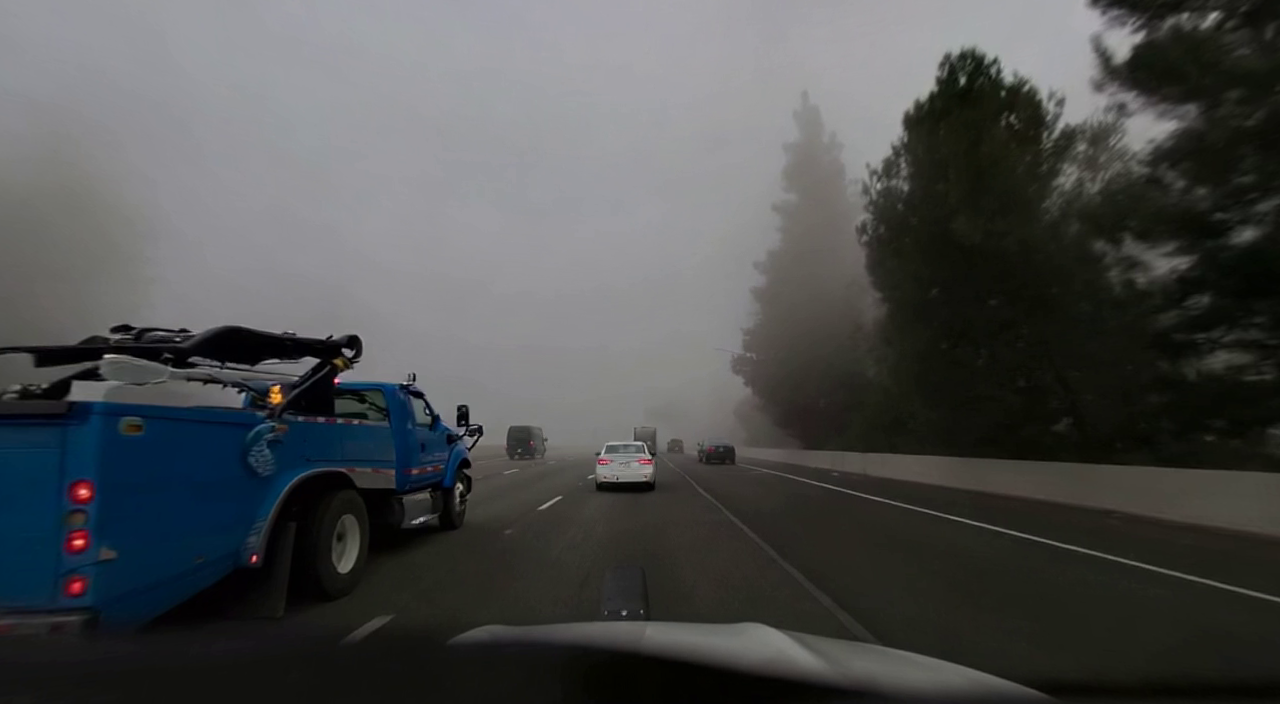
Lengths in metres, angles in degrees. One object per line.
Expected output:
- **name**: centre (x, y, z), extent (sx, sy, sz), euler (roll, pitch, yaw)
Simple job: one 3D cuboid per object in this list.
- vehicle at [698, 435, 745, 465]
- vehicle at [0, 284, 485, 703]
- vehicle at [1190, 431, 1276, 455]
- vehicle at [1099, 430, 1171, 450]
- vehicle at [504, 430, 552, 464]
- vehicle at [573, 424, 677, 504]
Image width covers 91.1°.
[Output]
- **vehicle**: centre (4.654, 5.680, 36.510), extent (2.079, 1.656, 4.506), euler (0, -8, 0)
- **vehicle**: centre (-3.463, 1.101, 5.978), extent (2.526, 2.146, 5.594), euler (0, -8, 0)
- **vehicle**: centre (37.304, 5.730, 39.550), extent (3.522, 1.413, 1.839), euler (0, -8, 0)
- **vehicle**: centre (37.599, 6.701, 47.718), extent (3.931, 1.459, 1.792), euler (0, -8, -1)
- **vehicle**: centre (-6.786, 5.830, 38.516), extent (2.036, 1.958, 4.378), euler (0, -8, 1)
- **vehicle**: centre (-0.255, 2.661, 15.328), extent (2.165, 1.653, 4.456), euler (0, -8, 1)
